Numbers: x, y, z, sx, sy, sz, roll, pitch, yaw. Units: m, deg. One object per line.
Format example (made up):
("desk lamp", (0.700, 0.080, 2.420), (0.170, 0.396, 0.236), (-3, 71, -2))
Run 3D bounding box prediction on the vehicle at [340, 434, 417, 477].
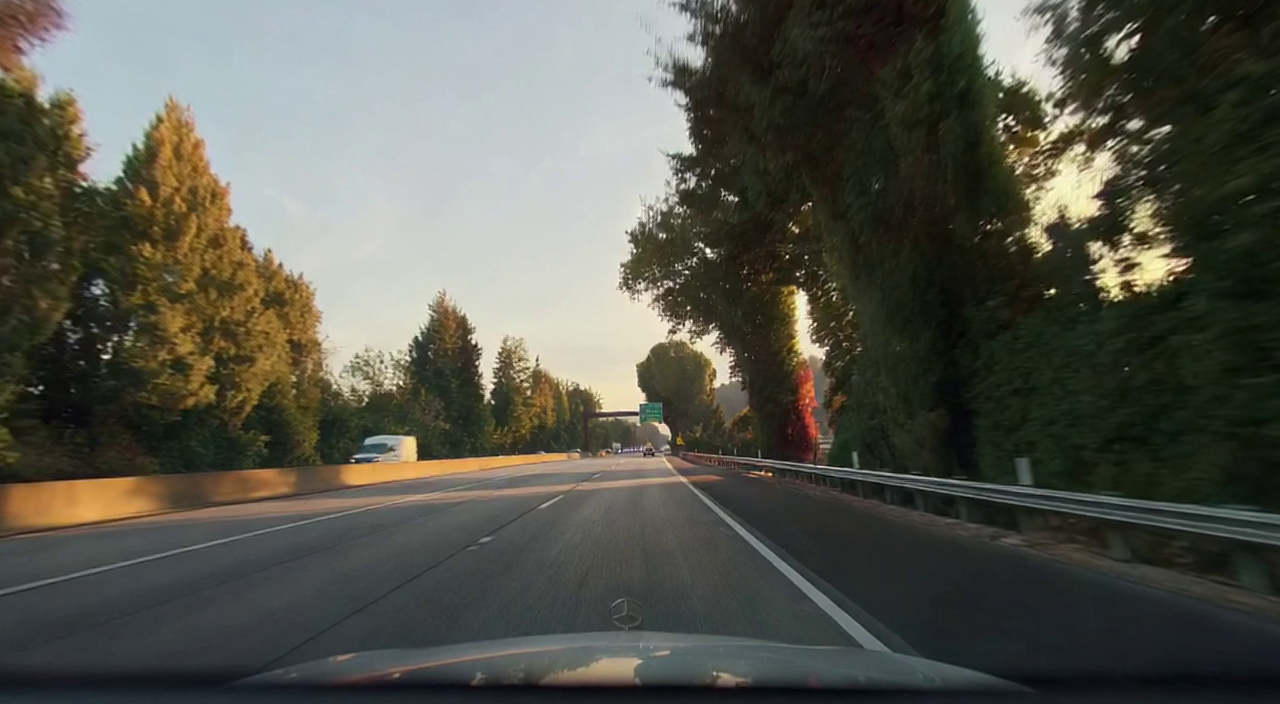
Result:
("vehicle", (-17.271, 6.869, 42.067), (2.295, 2.600, 6.283), (0, -9, 1))
